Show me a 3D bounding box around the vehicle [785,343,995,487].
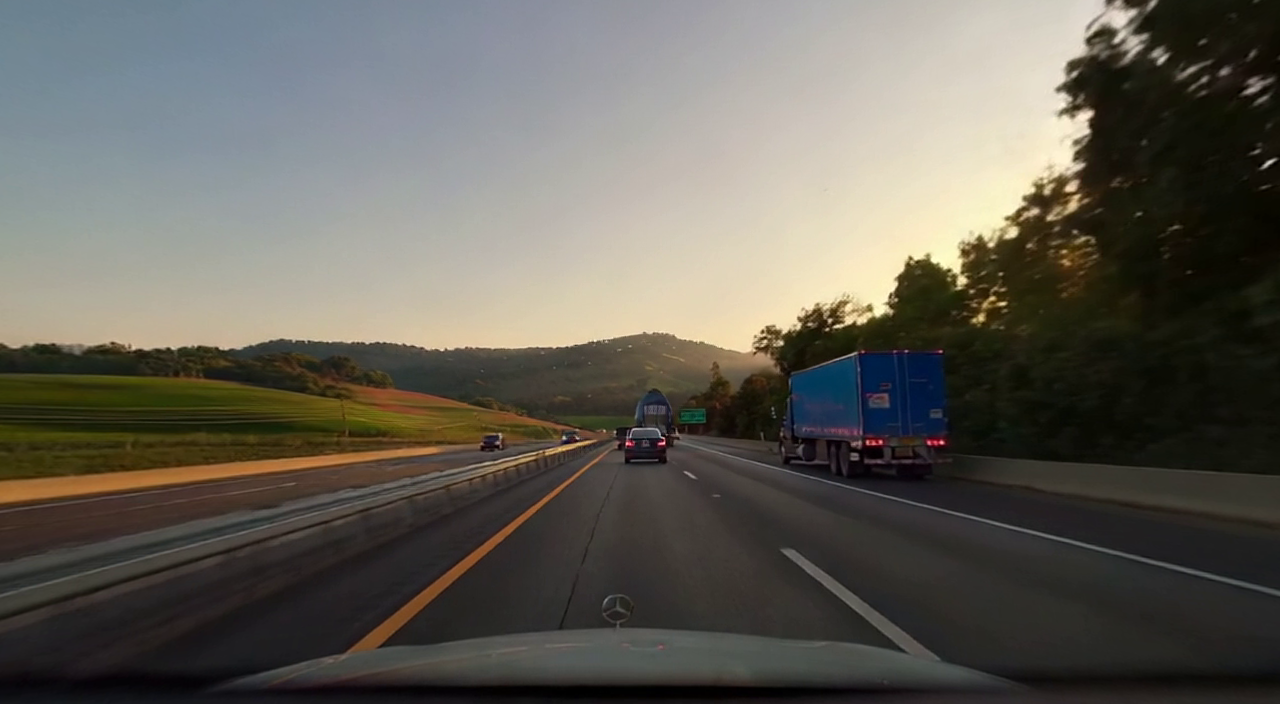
[{"bbox_3d":[7.325,2.173,20.394,3.010,3.638,8.978,0,-8,-1],"label":"vehicle"}]

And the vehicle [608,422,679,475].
[{"bbox_3d":[0.090,3.286,21.703,2.216,1.623,4.220,0,-8,0],"label":"vehicle"}]
